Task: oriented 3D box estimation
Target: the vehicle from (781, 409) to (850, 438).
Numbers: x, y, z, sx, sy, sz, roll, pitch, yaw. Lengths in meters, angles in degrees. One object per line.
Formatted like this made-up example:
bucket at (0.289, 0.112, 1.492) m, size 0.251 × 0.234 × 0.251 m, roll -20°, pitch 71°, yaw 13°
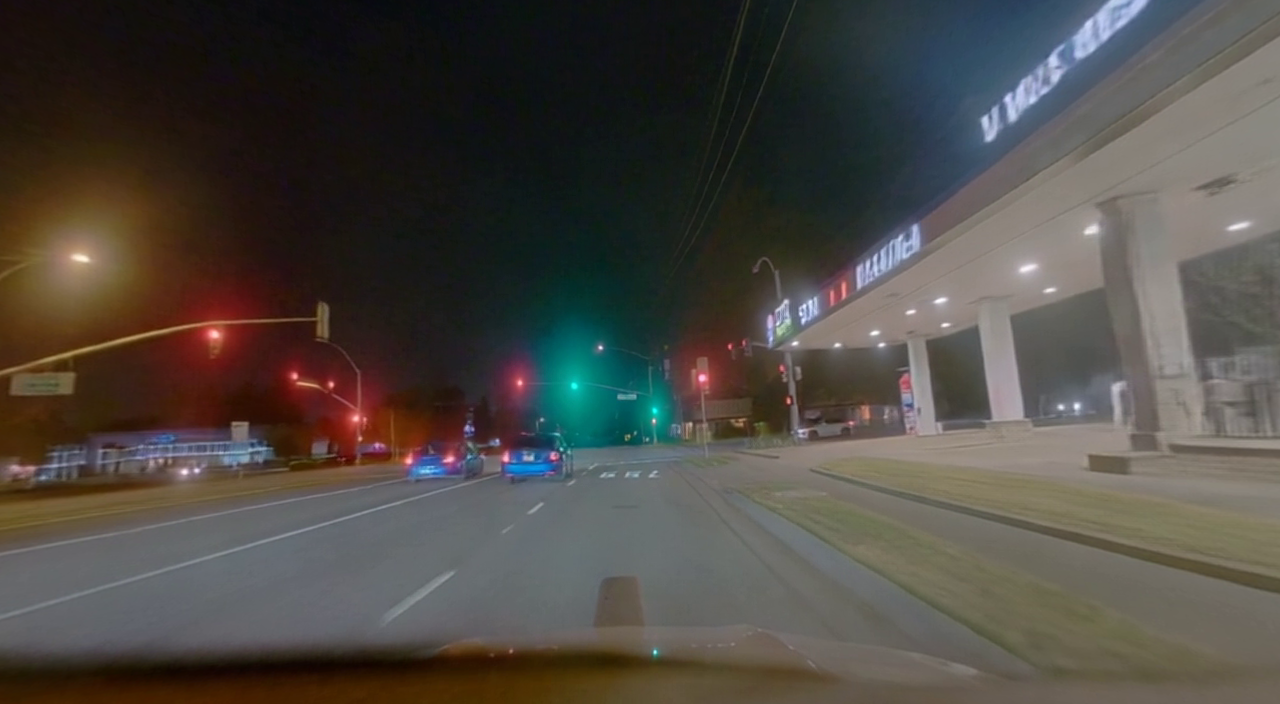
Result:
vehicle at (13.024, 5.361, 47.056) m, size 4.428 × 1.501 × 1.884 m, roll -8°, pitch -8°, yaw -2°

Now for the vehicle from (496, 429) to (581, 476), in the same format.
vehicle at (-3.366, 3.448, 21.879) m, size 2.054 × 1.449 × 4.772 m, roll -1°, pitch -8°, yaw 1°

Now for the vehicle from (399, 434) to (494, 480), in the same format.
vehicle at (-6.690, 3.665, 22.356) m, size 1.966 × 1.439 × 4.161 m, roll -1°, pitch -8°, yaw 2°
